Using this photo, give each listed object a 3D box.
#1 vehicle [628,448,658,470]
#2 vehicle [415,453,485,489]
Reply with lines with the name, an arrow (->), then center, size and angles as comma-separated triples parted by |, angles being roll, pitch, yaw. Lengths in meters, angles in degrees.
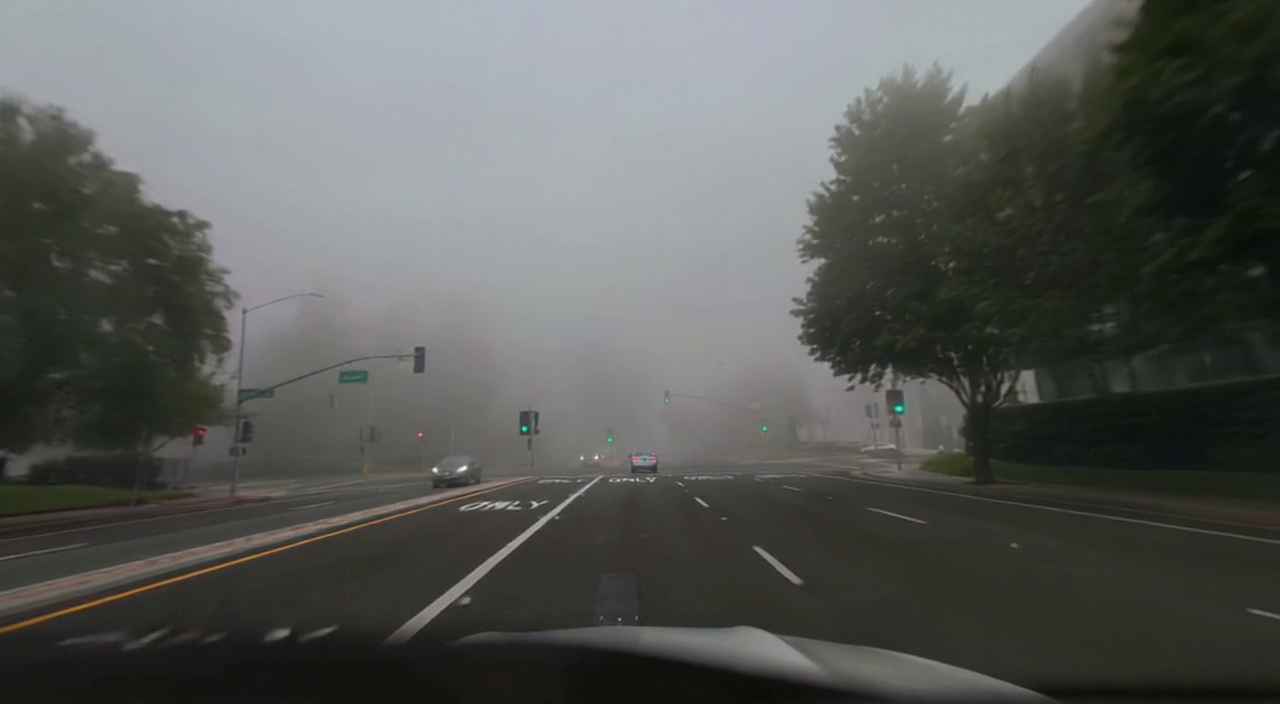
vehicle -> 0.226, 7.674, 45.268 | 2.064, 1.477, 3.968 | 0, -9, 0
vehicle -> -8.734, 5.464, 29.324 | 1.887, 1.480, 4.446 | 0, -9, 0
